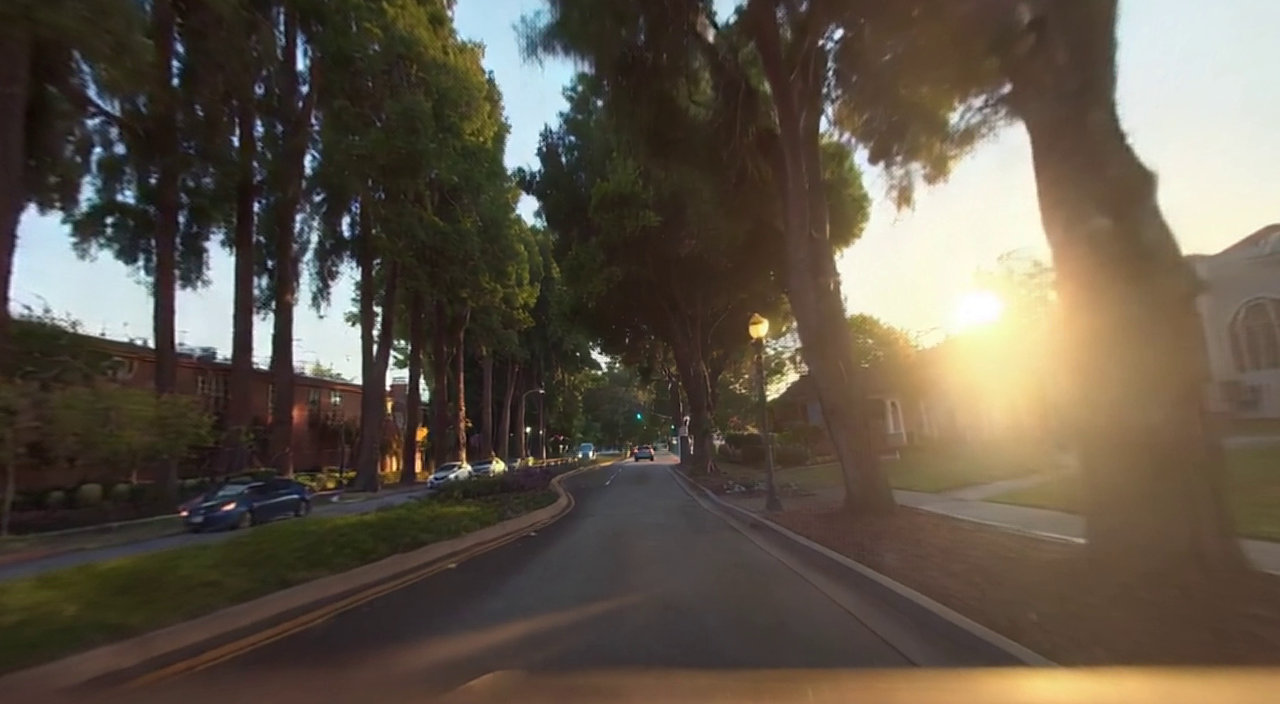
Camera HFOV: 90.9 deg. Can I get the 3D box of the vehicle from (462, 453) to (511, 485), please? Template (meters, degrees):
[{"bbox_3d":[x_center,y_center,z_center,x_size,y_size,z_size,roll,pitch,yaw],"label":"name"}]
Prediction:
[{"bbox_3d":[-10.083,7.700,41.751,2.006,1.810,4.844,-5,-9,-1],"label":"vehicle"}]

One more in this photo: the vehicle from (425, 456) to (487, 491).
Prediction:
[{"bbox_3d":[-10.418,6.875,36.004,1.995,1.657,4.609,-5,-9,2],"label":"vehicle"}]

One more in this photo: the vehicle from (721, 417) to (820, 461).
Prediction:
[{"bbox_3d":[8.903,6.013,43.212,6.019,2.672,2.563,-6,-10,27],"label":"vehicle"}]

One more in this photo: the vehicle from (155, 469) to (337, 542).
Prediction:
[{"bbox_3d":[-10.148,3.958,16.782,1.892,1.484,4.576,0,-9,0],"label":"vehicle"}]

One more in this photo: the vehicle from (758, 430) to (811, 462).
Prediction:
[{"bbox_3d":[8.667,5.733,38.252,1.999,1.753,4.995,-1,-9,-1],"label":"vehicle"}]
